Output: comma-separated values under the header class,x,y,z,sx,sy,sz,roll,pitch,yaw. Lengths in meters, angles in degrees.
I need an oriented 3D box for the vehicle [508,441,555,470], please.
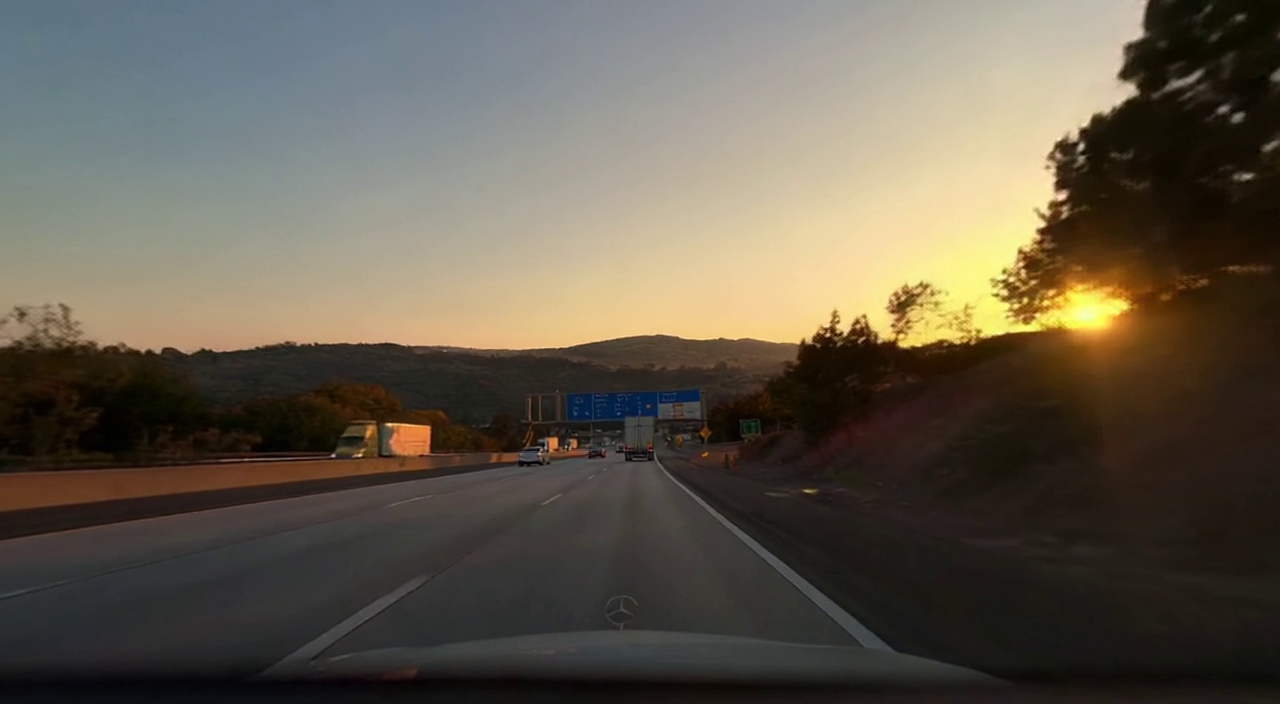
class,x,y,z,sx,sy,sz,roll,pitch,yaw
vehicle,-6.736,6.506,39.704,2.067,1.676,4.789,0,-9,1
